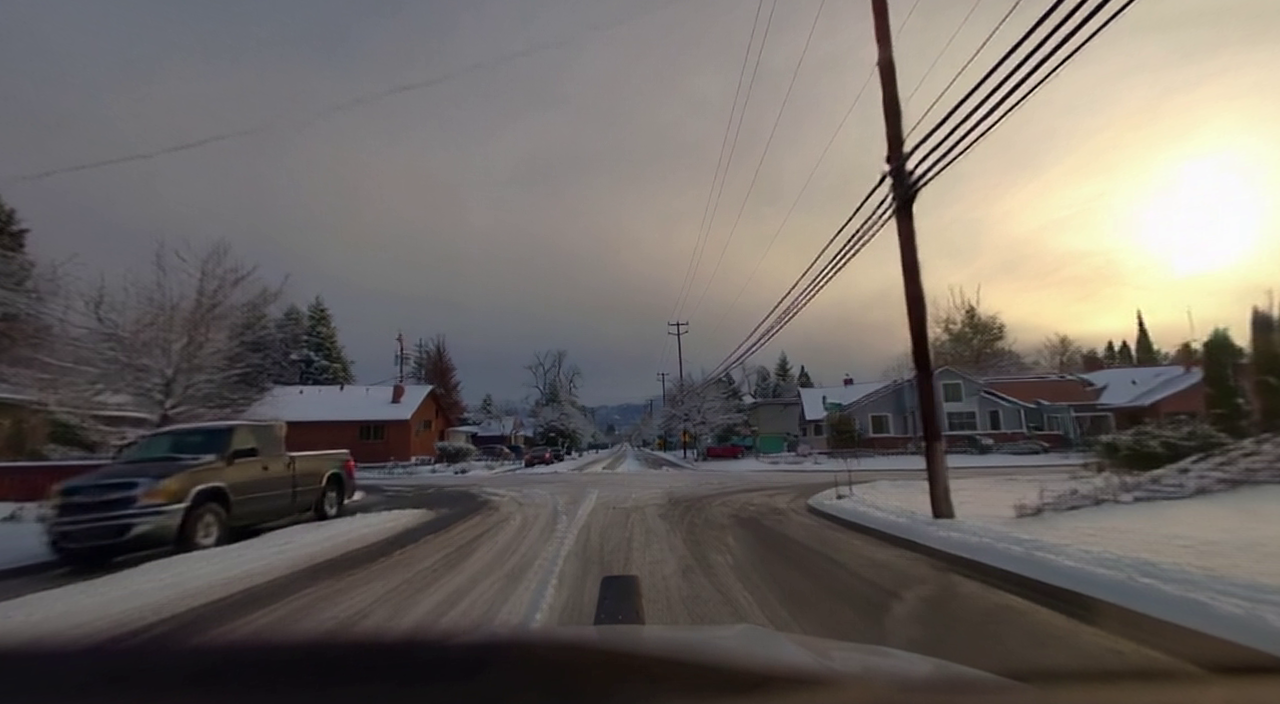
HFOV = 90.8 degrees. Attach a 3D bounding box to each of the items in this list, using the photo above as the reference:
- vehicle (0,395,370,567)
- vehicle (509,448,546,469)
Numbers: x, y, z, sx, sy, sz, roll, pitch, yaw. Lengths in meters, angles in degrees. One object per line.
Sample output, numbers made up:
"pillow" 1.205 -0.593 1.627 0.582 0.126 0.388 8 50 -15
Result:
"vehicle" -7.410 2.183 11.360 2.739 2.164 6.065 -1 -9 -4
"vehicle" -8.689 8.239 49.114 2.095 1.491 4.422 0 -8 -1
